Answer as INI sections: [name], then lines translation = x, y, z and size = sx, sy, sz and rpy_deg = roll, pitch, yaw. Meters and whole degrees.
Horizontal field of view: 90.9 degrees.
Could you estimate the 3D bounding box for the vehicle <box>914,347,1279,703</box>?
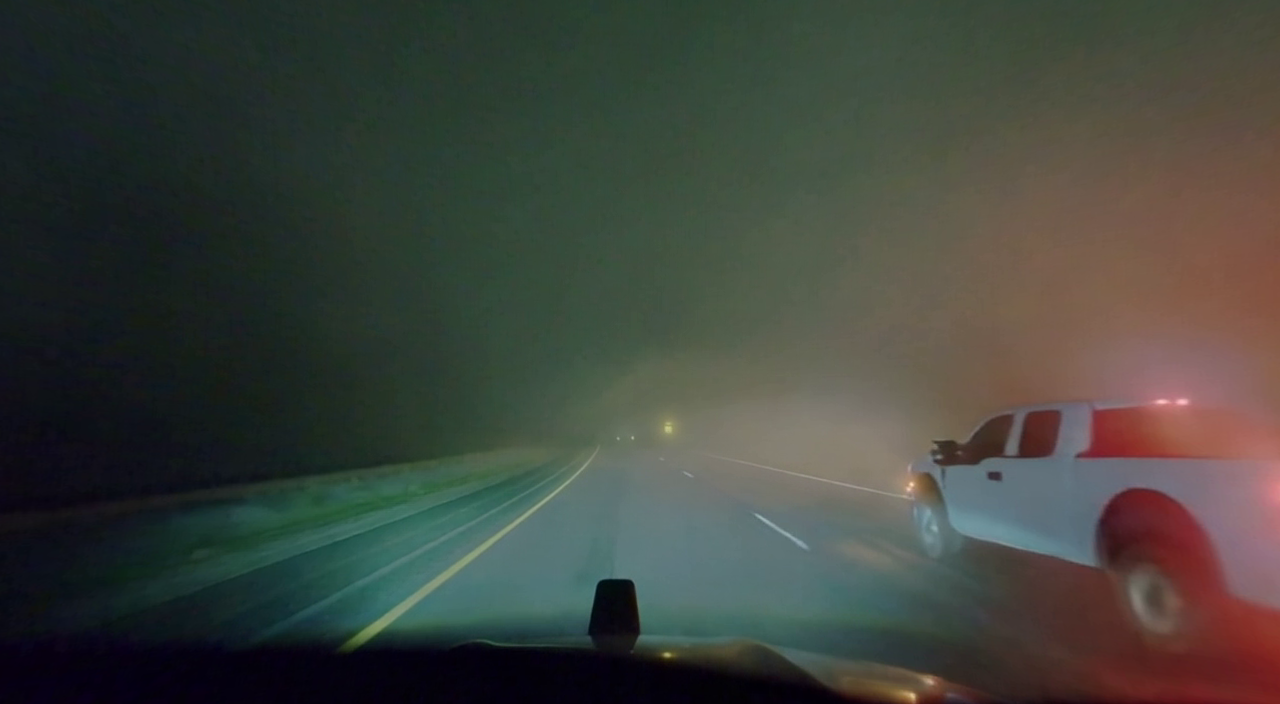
[vehicle]
translation = 3.670, 0.990, 3.999
size = 1.941, 1.655, 4.137
rpy_deg = 0, -8, -1
